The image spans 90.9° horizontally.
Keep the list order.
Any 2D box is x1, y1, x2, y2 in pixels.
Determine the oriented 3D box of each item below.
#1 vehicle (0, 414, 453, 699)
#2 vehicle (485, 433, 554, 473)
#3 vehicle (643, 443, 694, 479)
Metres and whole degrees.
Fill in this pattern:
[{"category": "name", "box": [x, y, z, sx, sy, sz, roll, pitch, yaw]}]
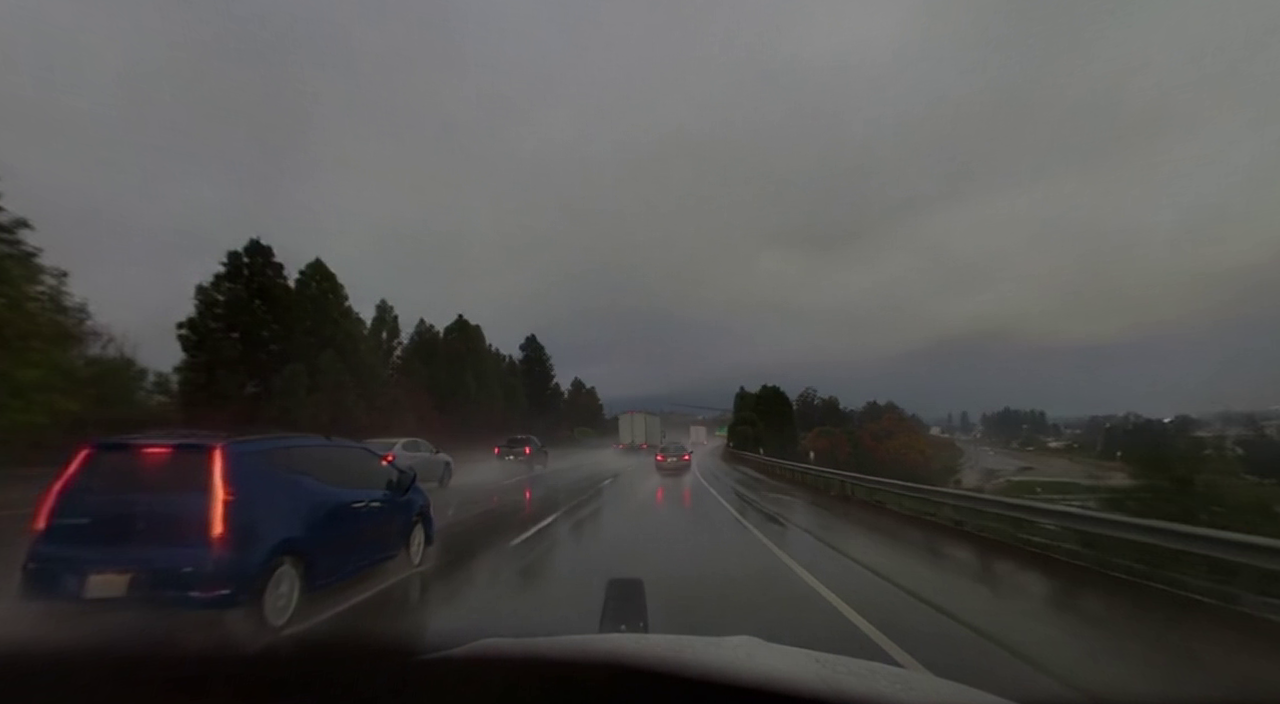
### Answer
[{"category": "vehicle", "box": [-3.417, 1.430, 5.716, 1.916, 1.486, 4.631, 0, -9, 2]}, {"category": "vehicle", "box": [-5.918, 5.028, 31.555, 2.142, 1.833, 4.854, -1, -9, 5]}, {"category": "vehicle", "box": [1.217, 4.541, 26.520, 1.984, 1.365, 3.767, 0, -9, 3]}]
